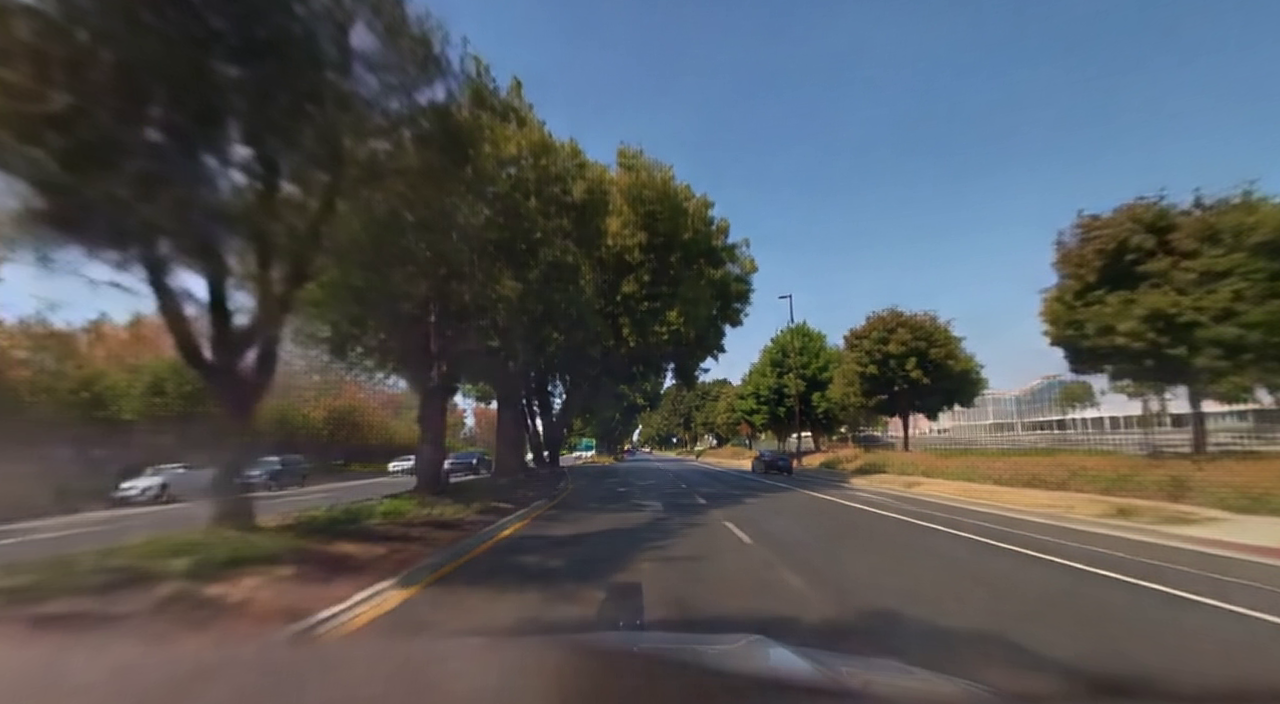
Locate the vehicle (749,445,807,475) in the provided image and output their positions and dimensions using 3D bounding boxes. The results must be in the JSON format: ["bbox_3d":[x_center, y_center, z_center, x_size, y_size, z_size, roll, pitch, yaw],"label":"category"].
[{"bbox_3d":[7.241,5.710,33.596,1.961,1.465,4.468,0,-9,-2],"label":"vehicle"}]

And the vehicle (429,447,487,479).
[{"bbox_3d":[-9.682,5.917,33.938,1.972,1.626,3.940,0,-9,0],"label":"vehicle"}]

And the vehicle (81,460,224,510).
[{"bbox_3d":[-17.905,4.850,23.531,1.851,1.563,4.336,0,-9,-1],"label":"vehicle"}]

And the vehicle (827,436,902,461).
[{"bbox_3d":[16.703,7.215,47.150,4.807,1.768,1.947,-1,-9,2],"label":"vehicle"}]

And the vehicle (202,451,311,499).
[{"bbox_3d":[-17.860,5.696,29.775,1.926,1.684,5.378,-3,-7,-1],"label":"vehicle"}]

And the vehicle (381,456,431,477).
[{"bbox_3d":[-17.683,8.640,47.963,1.961,1.437,4.867,0,-9,0],"label":"vehicle"}]
